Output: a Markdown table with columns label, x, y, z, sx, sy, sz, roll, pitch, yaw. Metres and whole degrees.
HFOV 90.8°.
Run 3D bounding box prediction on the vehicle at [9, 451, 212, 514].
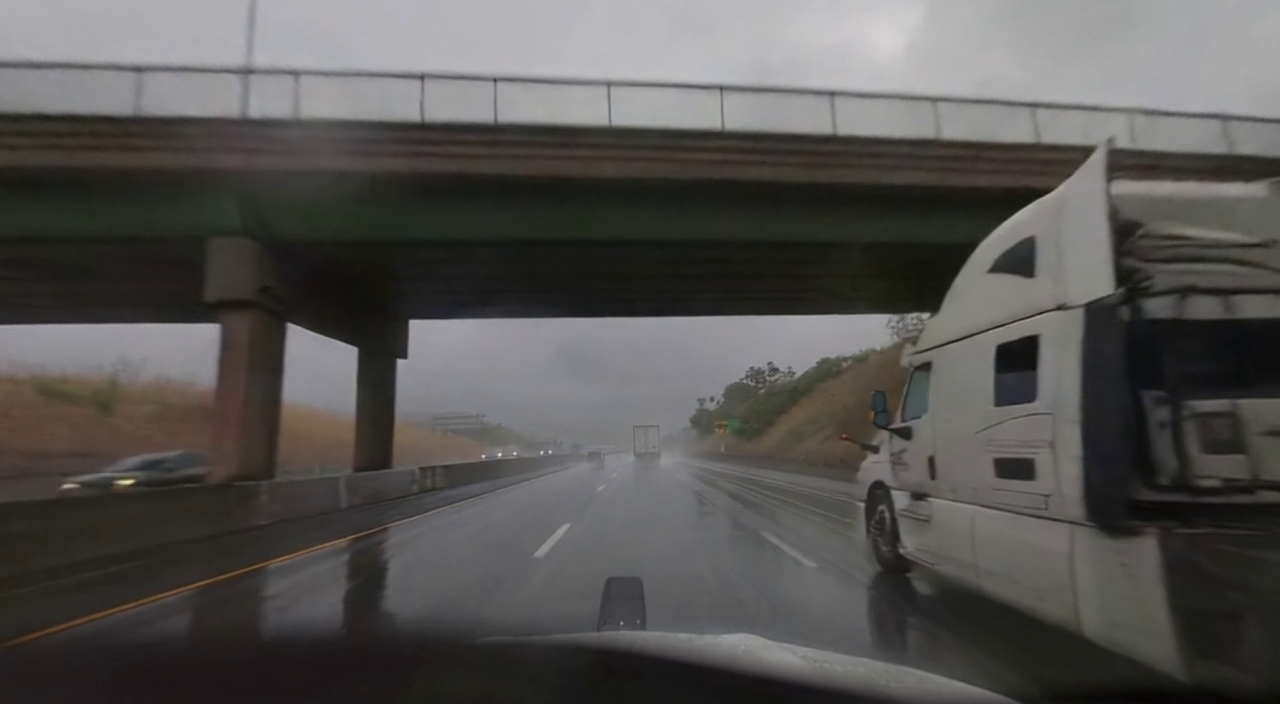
| label | x | y | z | sx | sy | sz | roll | pitch | yaw |
| --- | --- | --- | --- | --- | --- | --- | --- | --- | --- |
| vehicle | -15.403 | 3.763 | 18.810 | 1.889 | 1.591 | 4.713 | 0 | -9 | 1 |

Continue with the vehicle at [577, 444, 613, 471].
| label | x | y | z | sx | sy | sz | roll | pitch | yaw |
| --- | --- | --- | --- | --- | --- | --- | --- | --- | --- |
| vehicle | -2.888 | 6.864 | 41.077 | 2.007 | 1.647 | 3.854 | 0 | -9 | 1 |
